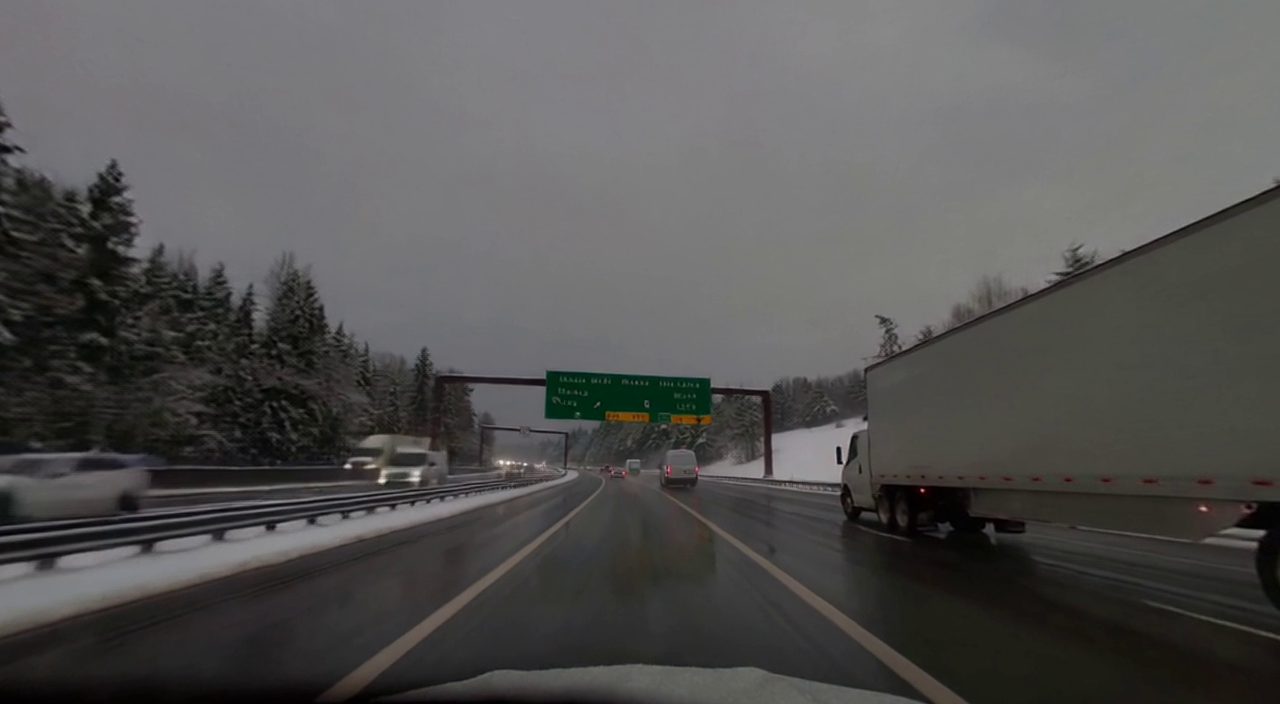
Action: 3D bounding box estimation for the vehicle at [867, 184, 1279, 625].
[{"bbox_3d":[7.443,1.084,9.069,2.866,4.102,14.351,1,-10,-1],"label":"vehicle"}]

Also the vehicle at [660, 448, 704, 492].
[{"bbox_3d":[2.690,7.819,41.785,2.291,2.639,5.280,1,-10,-3],"label":"vehicle"}]

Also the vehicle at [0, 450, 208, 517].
[{"bbox_3d":[-14.055,3.410,16.609,2.018,1.481,4.558,1,-10,-1],"label":"vehicle"}]

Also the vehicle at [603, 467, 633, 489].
[{"bbox_3d":[-1.646,9.485,47.415,2.106,1.524,4.381,1,-10,-1],"label":"vehicle"}]

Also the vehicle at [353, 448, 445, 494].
[{"bbox_3d":[-10.739,5.384,28.465,2.187,1.857,5.082,1,-10,-1],"label":"vehicle"}]
